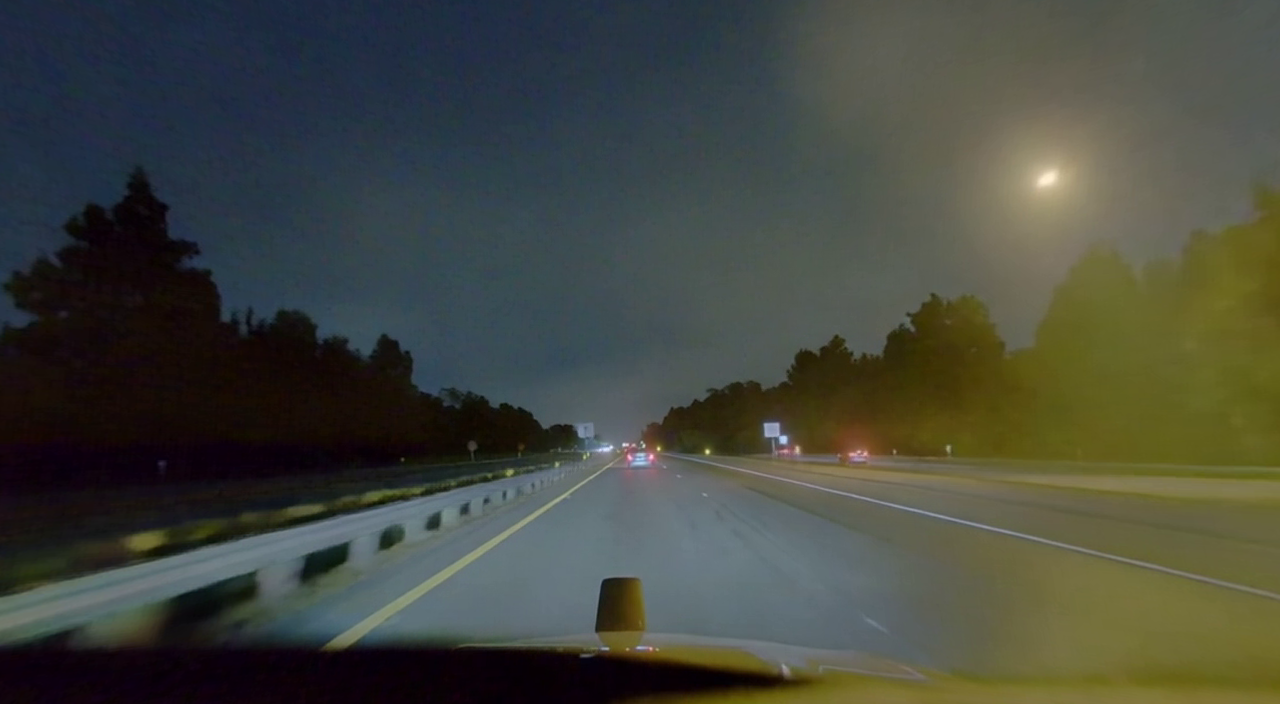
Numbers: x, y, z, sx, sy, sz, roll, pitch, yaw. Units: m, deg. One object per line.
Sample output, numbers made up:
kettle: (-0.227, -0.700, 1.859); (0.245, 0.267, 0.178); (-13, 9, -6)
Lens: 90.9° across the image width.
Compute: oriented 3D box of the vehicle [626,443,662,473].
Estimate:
vehicle: (0.218, 6.201, 37.028); (1.987, 1.658, 3.620); (0, -9, 0)
